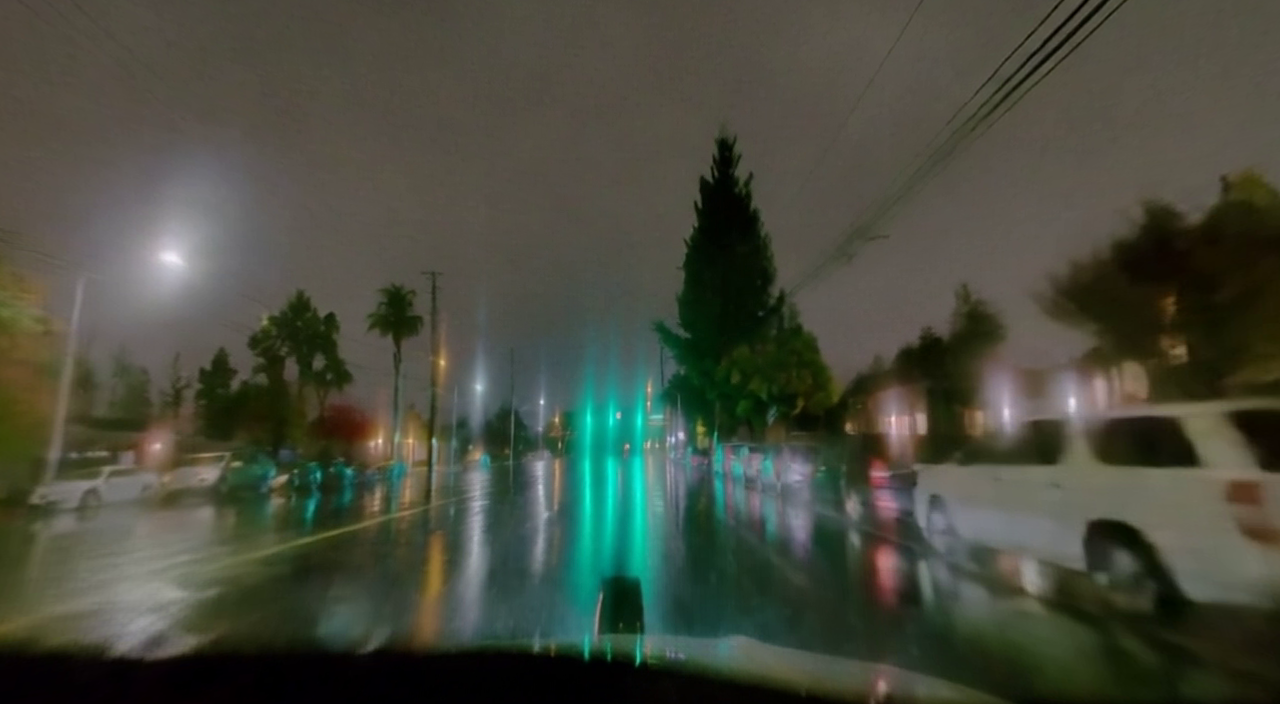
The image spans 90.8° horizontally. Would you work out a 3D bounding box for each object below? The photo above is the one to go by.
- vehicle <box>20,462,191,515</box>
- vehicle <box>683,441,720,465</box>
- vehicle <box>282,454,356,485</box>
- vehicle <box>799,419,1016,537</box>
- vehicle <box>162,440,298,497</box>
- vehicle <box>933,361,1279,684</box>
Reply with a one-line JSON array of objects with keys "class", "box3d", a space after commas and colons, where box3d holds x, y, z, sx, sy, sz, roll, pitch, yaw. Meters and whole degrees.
[{"class": "vehicle", "box3d": [-17.788, 4.530, 21.382, 1.921, 1.480, 4.392, 0, -9, 0]}, {"class": "vehicle", "box3d": [4.463, 7.432, 46.602, 2.154, 1.718, 4.980, 0, -9, -1]}, {"class": "vehicle", "box3d": [-17.770, 6.508, 35.236, 1.871, 1.596, 4.114, -1, -9, 2]}, {"class": "vehicle", "box3d": [4.468, 2.175, 11.514, 1.889, 1.697, 4.557, 0, -9, -1]}, {"class": "vehicle", "box3d": [-17.819, 5.068, 27.936, 2.360, 2.225, 5.385, 0, -9, 0]}, {"class": "vehicle", "box3d": [4.514, 1.205, 5.225, 1.926, 1.778, 4.568, 0, -9, 0]}]
